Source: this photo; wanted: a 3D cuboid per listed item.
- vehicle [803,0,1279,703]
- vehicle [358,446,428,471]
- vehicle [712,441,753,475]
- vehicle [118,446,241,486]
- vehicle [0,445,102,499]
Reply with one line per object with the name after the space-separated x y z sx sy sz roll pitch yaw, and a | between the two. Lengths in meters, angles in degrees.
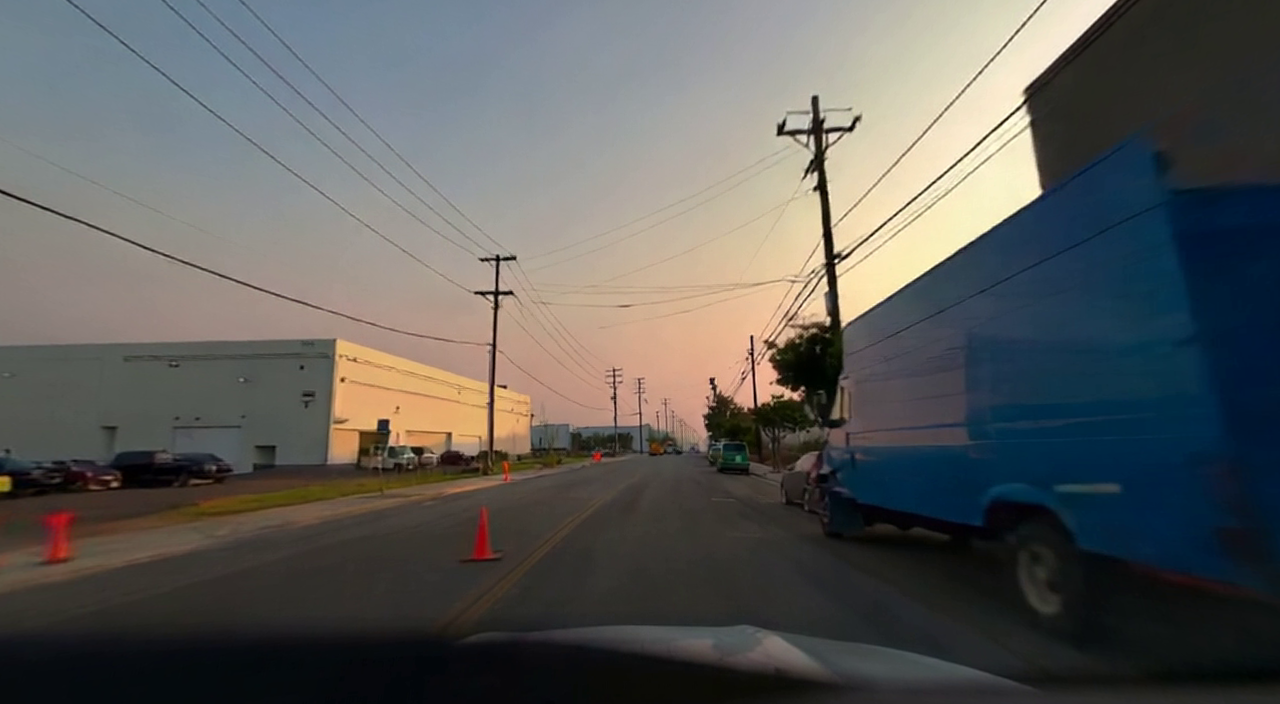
4.115 0.553 6.111 3.058 3.269 7.674 0 -9 0 | vehicle
-17.433 7.503 44.897 2.102 1.628 5.130 -2 -8 11 | vehicle
5.724 6.596 39.705 2.010 1.985 5.124 0 -8 2 | vehicle
-22.897 5.674 31.581 4.417 1.867 2.030 1 -8 -5 | vehicle
-23.235 4.372 23.049 5.007 1.837 2.050 1 -9 -7 | vehicle
